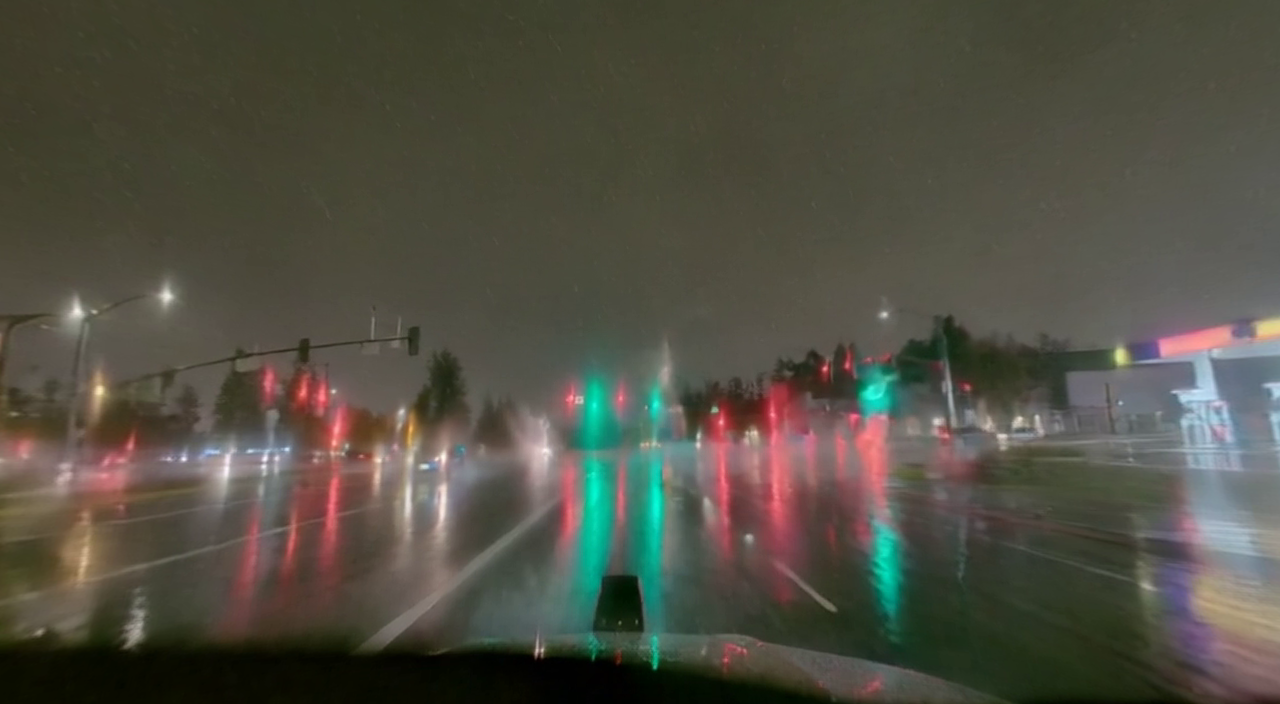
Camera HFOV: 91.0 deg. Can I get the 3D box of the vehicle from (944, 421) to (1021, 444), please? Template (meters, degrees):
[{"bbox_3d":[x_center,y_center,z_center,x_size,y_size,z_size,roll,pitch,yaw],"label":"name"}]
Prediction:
[{"bbox_3d":[26.895,6.362,49.551,4.864,1.566,1.807,-3,-8,3],"label":"vehicle"}]

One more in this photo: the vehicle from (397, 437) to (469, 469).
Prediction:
[{"bbox_3d":[-10.066,4.926,30.993,1.899,1.460,4.880,0,-8,0],"label":"vehicle"}]

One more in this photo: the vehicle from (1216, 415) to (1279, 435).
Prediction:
[{"bbox_3d":[47.300,5.549,47.979,4.849,1.464,1.777,-1,-8,3],"label":"vehicle"}]

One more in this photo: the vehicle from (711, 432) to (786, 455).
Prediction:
[{"bbox_3d":[7.476,6.351,43.690,4.885,1.503,1.845,-1,-8,3],"label":"vehicle"}]
